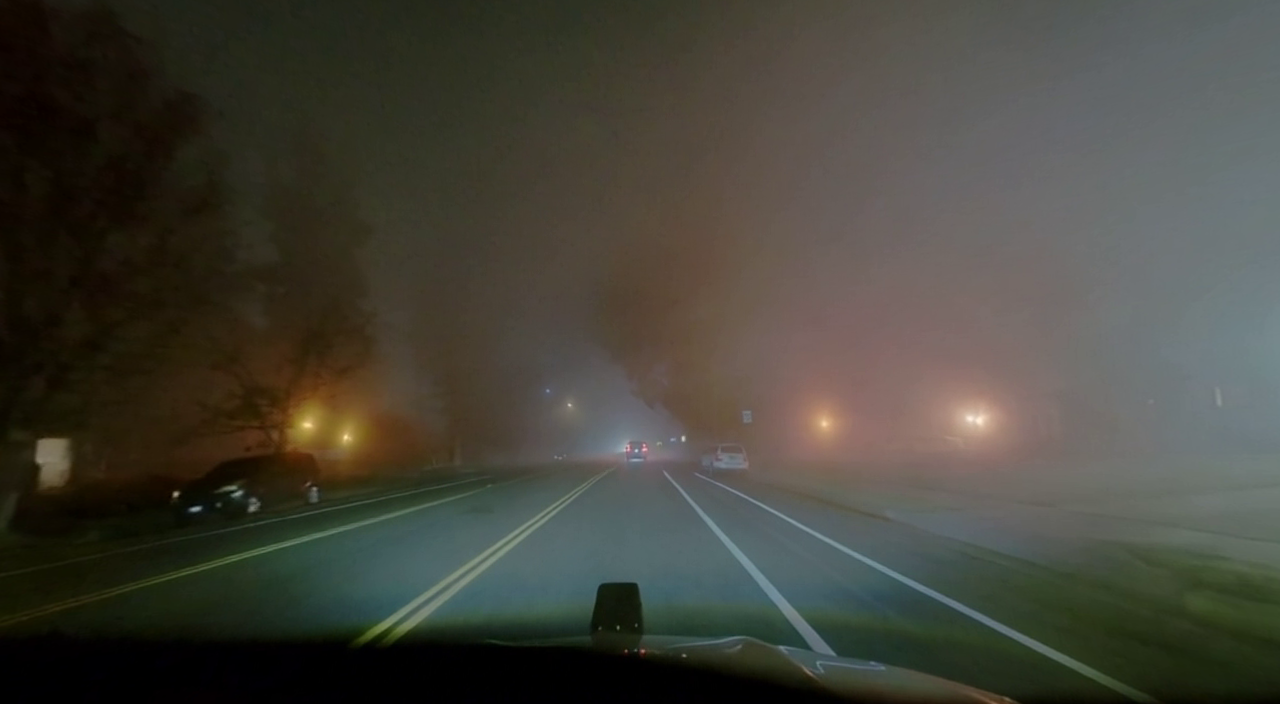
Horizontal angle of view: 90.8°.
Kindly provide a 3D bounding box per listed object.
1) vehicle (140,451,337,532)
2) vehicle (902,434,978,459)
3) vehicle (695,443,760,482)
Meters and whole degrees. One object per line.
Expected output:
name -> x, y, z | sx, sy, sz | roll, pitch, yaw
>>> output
vehicle -> -11.207, 3.850, 18.318 | 2.086, 1.711, 5.661 | -6, -9, -1
vehicle -> 21.388, 6.765, 45.141 | 4.536, 1.654, 1.931 | 1, -9, -7
vehicle -> 4.014, 5.151, 29.800 | 2.124, 1.524, 4.698 | 5, -9, -2
